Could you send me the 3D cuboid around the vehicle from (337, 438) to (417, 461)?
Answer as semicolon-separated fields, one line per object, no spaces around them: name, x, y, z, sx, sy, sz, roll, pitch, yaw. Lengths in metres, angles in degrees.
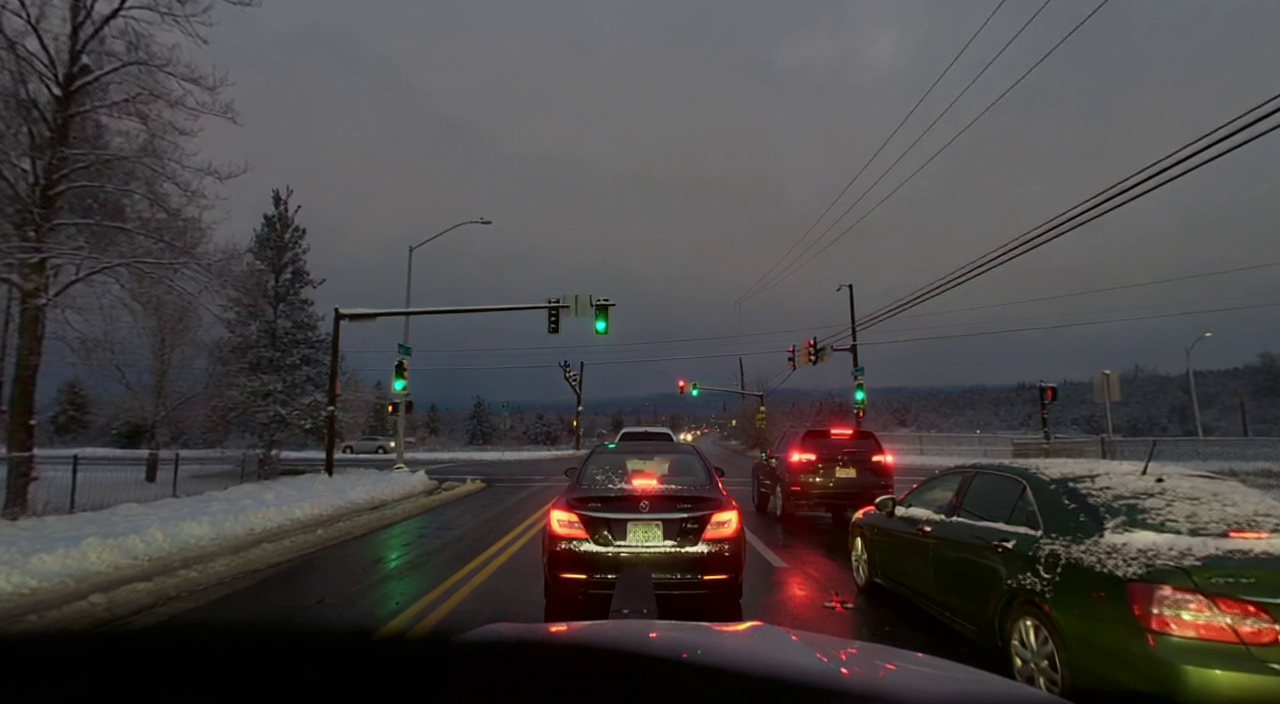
vehicle;-17.241;6.421;41.463;4.406;1.458;1.892;-1;-8;7

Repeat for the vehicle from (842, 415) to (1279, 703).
vehicle;3.094;1.238;4.161;2.027;1.432;4.431;0;-8;0

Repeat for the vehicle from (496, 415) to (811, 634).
vehicle;0.072;1.519;6.614;2.170;1.497;4.369;0;-8;-1
